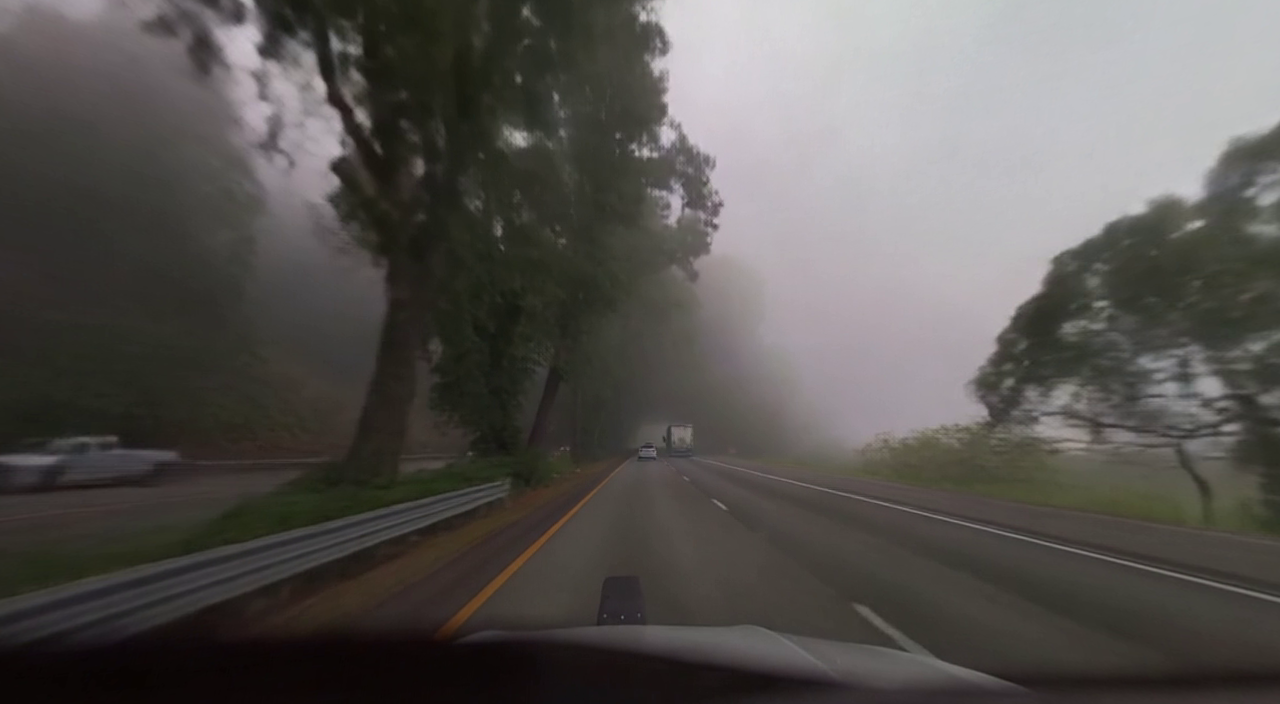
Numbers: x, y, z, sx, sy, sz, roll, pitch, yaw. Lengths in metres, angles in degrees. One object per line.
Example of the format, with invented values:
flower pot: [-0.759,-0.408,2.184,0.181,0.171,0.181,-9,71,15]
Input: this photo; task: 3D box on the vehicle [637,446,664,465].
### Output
vehicle: [0.791,7.985,48.687,2.023,1.434,4.236,0,-9,1]

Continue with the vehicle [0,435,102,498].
vehicle: [-18.933,3.389,18.730,1.996,1.731,4.281,0,-9,0]
